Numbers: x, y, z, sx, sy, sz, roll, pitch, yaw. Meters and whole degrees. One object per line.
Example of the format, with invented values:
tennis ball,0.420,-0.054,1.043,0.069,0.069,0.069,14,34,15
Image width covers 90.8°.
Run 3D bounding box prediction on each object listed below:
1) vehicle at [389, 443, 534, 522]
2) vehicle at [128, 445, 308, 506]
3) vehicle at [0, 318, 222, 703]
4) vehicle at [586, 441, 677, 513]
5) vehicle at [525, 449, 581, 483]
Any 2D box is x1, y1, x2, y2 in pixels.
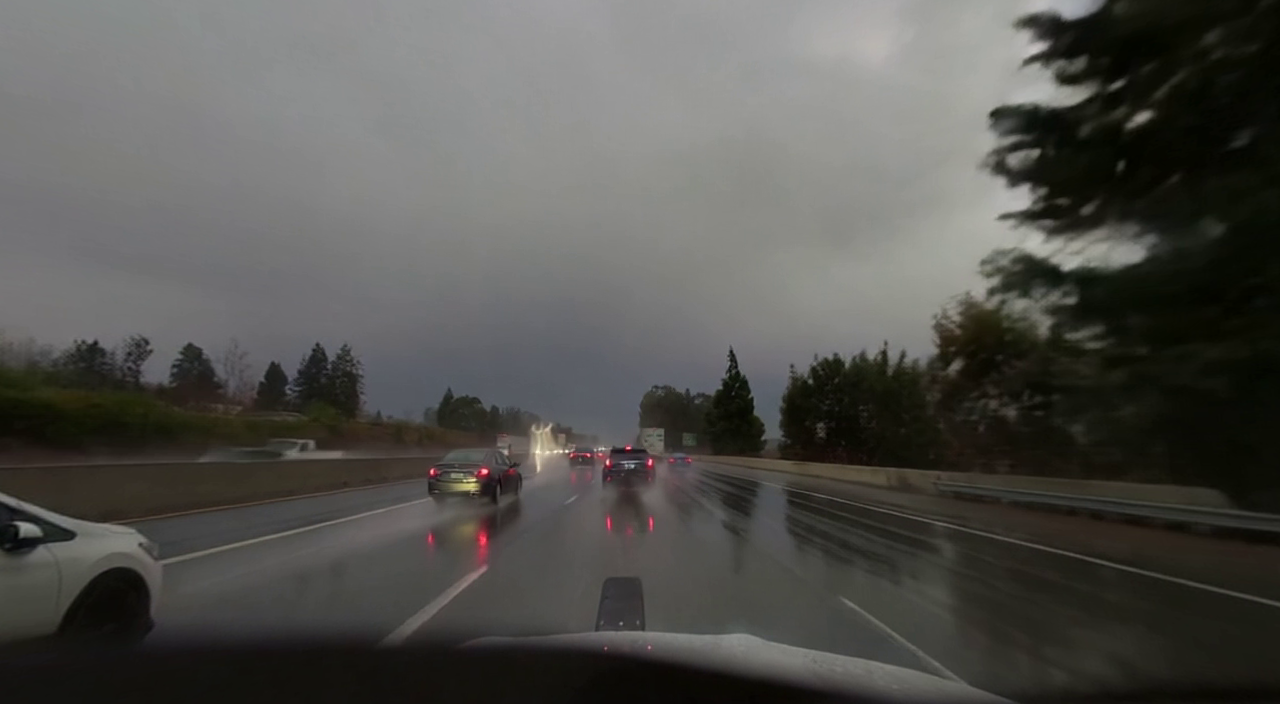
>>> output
vehicle,-3.811,2.873,14.419,1.988,1.501,4.438,0,-9,0
vehicle,-11.521,3.377,17.715,1.977,1.452,4.461,0,-9,-1
vehicle,-3.960,0.629,1.661,2.243,1.889,4.949,0,-9,1
vehicle,-0.193,3.025,15.676,1.996,1.574,3.426,0,-9,0
vehicle,-4.028,5.338,29.898,1.999,1.484,4.269,0,-9,1
